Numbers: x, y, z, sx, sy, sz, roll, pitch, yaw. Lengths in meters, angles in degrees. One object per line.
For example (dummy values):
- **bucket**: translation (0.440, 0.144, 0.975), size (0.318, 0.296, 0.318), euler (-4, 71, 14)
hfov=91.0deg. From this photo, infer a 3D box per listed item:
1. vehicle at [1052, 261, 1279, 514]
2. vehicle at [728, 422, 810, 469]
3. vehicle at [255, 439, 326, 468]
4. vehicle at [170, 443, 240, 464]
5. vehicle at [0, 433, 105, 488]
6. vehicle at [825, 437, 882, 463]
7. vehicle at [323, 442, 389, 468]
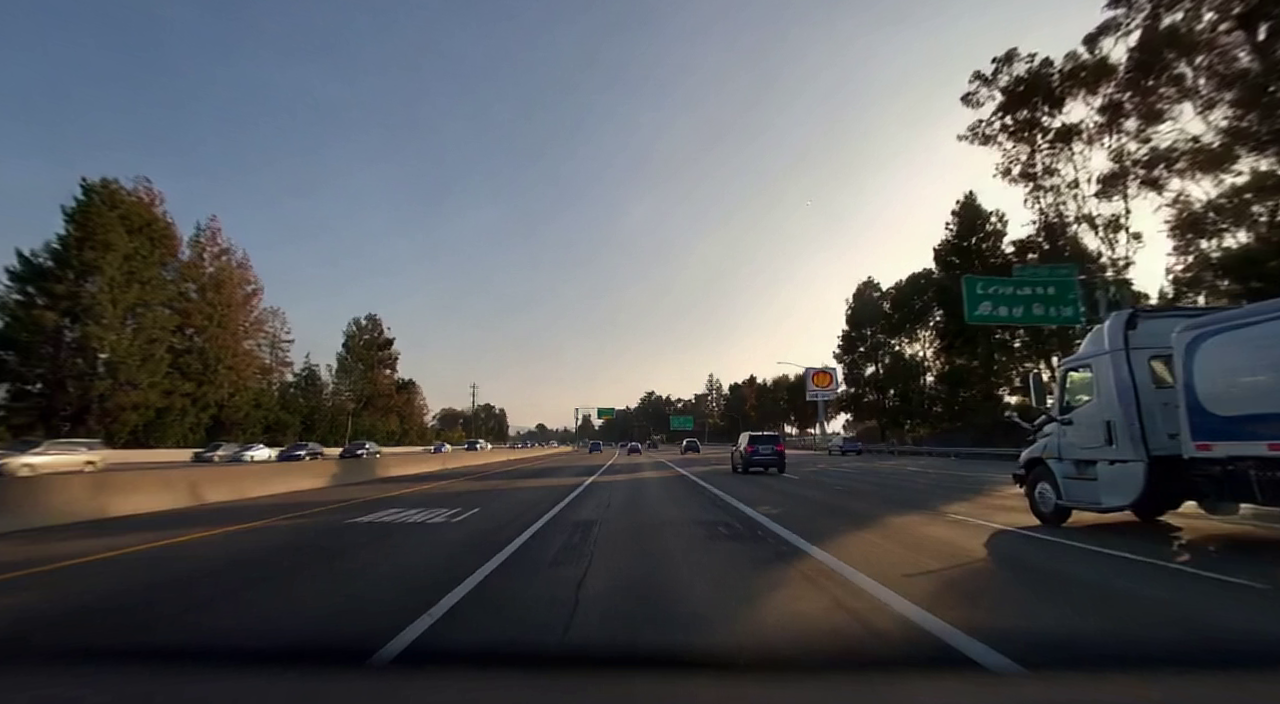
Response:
- **vehicle**: translation (11.108, 0.569, 9.730), size (3.015, 3.760, 9.287), euler (0, -8, -1)
- **vehicle**: translation (6.963, 5.234, 35.340), size (2.779, 2.339, 8.073), euler (0, -8, -1)
- **vehicle**: translation (-21.456, 6.210, 38.837), size (1.821, 1.658, 4.405), euler (0, -8, -1)
- **vehicle**: translation (-32.196, 7.511, 46.805), size (1.865, 1.476, 4.727), euler (0, -8, -1)
- **vehicle**: translation (-21.212, 3.660, 21.397), size (2.000, 1.705, 4.631), euler (0, -8, -1)
- **vehicle**: translation (13.954, 6.436, 41.491), size (2.072, 1.611, 4.387), euler (0, -8, -2)
- **vehicle**: translation (-17.060, 6.210, 38.085), size (1.948, 1.443, 4.522), euler (0, -8, -1)
